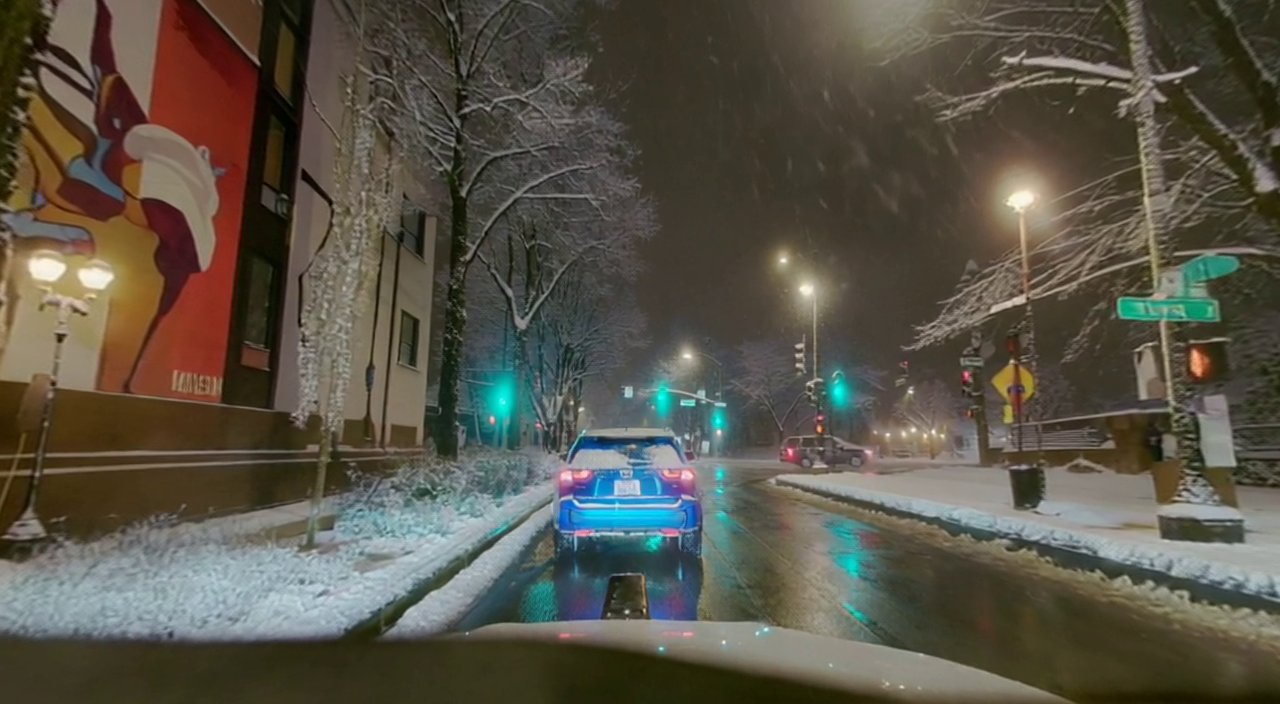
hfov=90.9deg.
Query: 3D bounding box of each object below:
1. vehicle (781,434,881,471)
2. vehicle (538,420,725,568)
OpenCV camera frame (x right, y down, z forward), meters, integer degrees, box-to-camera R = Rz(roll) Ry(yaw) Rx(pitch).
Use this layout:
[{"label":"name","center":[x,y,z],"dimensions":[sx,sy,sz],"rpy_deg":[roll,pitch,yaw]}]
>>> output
[{"label":"vehicle","center":[11.536,6.021,38.061],"dimensions":[5.513,2.063,2.448],"rpy_deg":[4,-10,-26]},{"label":"vehicle","center":[-0.101,1.882,9.040],"dimensions":[2.079,1.621,3.861],"rpy_deg":[0,-9,0]}]
